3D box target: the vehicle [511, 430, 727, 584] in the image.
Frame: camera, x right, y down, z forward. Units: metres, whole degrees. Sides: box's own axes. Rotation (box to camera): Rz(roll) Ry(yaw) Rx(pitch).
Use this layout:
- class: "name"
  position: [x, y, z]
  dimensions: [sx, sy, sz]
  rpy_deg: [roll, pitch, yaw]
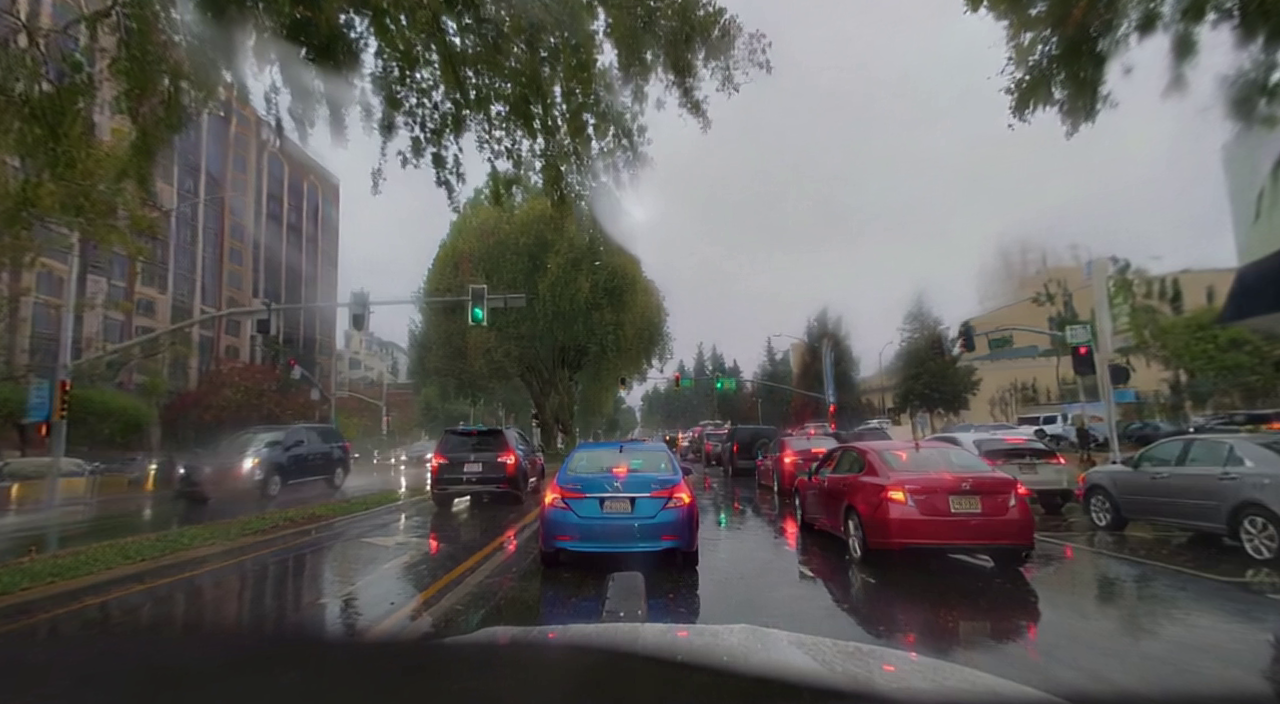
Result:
- class: "vehicle"
  position: [-0.179, 1.799, 8.160]
  dimensions: [2.098, 1.477, 3.897]
  rpy_deg: [0, -8, 1]

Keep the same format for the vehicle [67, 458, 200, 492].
- class: "vehicle"
  position: [-25.281, 6.142, 31.753]
  dimensions: [4.679, 1.488, 2.052]
  rpy_deg: [2, -9, -13]

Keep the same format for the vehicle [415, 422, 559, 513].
- class: "vehicle"
  position: [-3.432, 2.714, 15.416]
  dimensions: [2.160, 1.823, 5.115]
  rpy_deg: [0, -8, 1]

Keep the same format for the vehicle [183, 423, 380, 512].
- class: "vehicle"
  position: [-8.699, 2.826, 15.993]
  dimensions: [2.140, 1.892, 4.689]
  rpy_deg: [0, -8, 1]

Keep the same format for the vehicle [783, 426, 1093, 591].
- class: "vehicle"
  position: [3.240, 1.760, 7.994]
  dimensions: [2.020, 1.513, 4.120]
  rpy_deg: [0, -8, 2]

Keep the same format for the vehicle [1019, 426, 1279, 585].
- class: "vehicle"
  position: [7.131, 1.731, 7.822]
  dimensions: [2.004, 1.508, 4.646]
  rpy_deg: [0, -8, 0]
